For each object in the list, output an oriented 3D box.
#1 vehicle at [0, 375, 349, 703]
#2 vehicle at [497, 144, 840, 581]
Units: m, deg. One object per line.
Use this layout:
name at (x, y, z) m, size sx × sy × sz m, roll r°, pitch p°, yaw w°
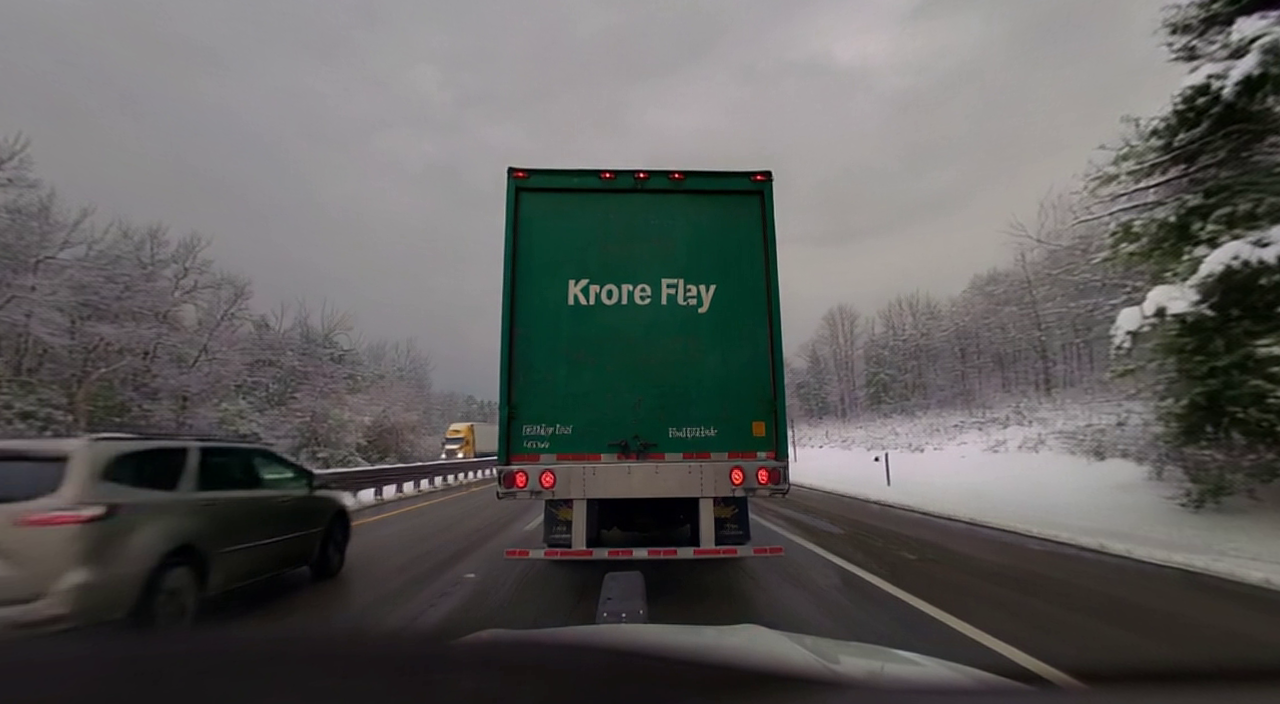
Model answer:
vehicle at (-3.819, 1.084, 3.814) m, size 2.095 × 1.600 × 4.247 m, roll 0°, pitch -9°, yaw -1°
vehicle at (0.125, 1.113, 13.387) m, size 3.230 × 4.377 × 14.405 m, roll 0°, pitch -9°, yaw -1°
